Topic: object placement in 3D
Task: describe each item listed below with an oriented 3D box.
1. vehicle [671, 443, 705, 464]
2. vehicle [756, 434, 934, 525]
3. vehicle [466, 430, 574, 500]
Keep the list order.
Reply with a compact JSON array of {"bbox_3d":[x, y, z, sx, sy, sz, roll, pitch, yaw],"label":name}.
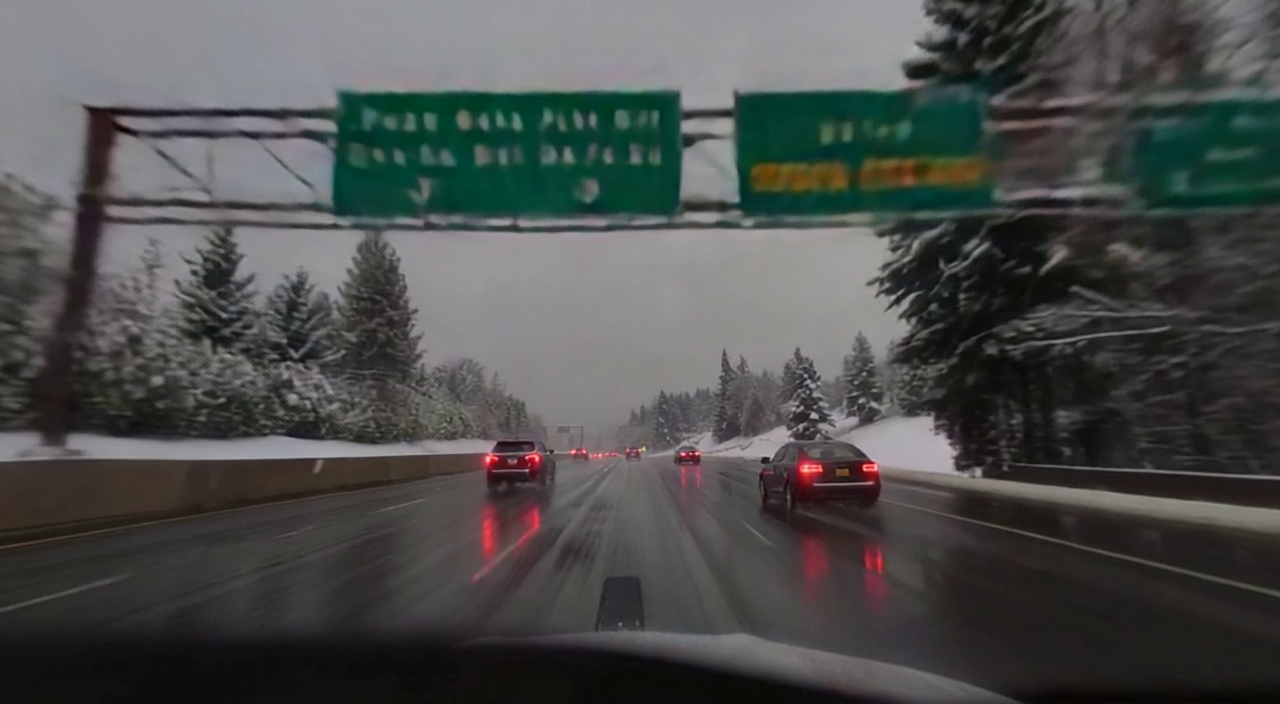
[{"bbox_3d":[3.389,7.259,45.264,2.021,1.447,3.985,0,-9,-1],"label":"vehicle"},{"bbox_3d":[3.697,2.372,12.341,1.947,1.437,4.345,0,-9,-1],"label":"vehicle"},{"bbox_3d":[-3.293,3.219,18.351,2.244,1.755,4.417,0,-9,1],"label":"vehicle"}]
